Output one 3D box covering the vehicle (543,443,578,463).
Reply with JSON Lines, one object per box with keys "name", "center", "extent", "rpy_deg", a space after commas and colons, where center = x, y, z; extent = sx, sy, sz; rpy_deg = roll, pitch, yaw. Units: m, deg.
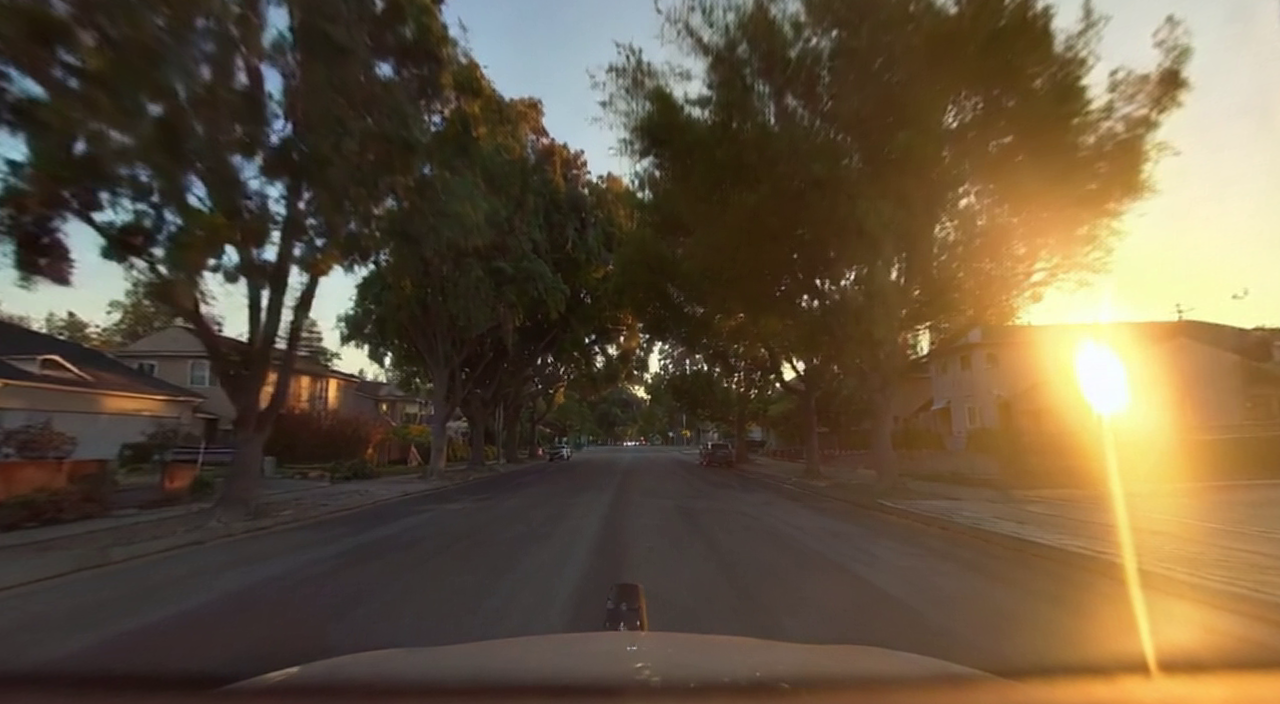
{"name": "vehicle", "center": [-6.137, 7.877, 49.377], "extent": [2.026, 1.449, 4.422], "rpy_deg": [-1, -8, 2]}
